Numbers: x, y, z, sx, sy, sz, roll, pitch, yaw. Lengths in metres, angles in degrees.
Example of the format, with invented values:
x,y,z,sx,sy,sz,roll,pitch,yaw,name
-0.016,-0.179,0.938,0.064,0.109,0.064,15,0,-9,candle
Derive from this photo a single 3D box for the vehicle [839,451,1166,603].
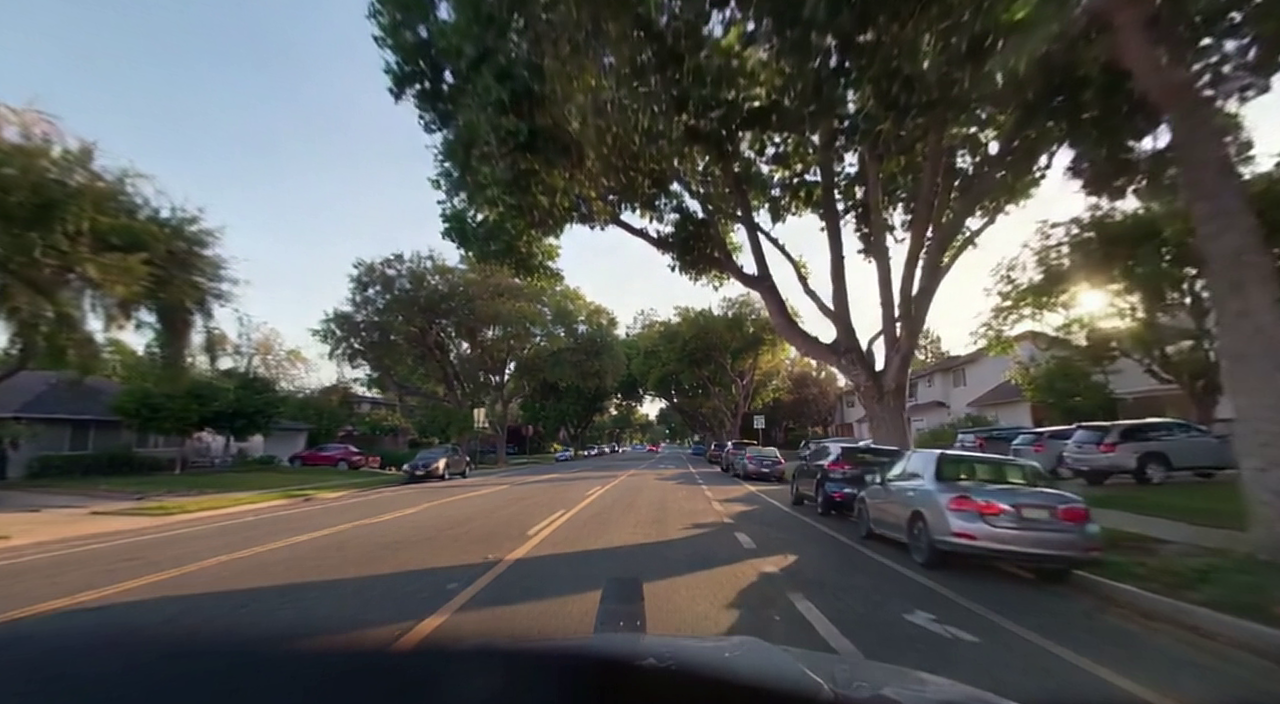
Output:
x,y,z,sx,sy,sz,roll,pitch,yaw,name
4.225,2.054,8.401,1.911,1.395,4.362,0,-8,3,vehicle

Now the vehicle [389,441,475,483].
x,y,z,sx,sy,sz,roll,pitch,yaw,name
-9.585,5.146,29.645,2.093,1.767,5.120,-1,-9,3,vehicle

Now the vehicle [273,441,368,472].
x,y,z,sx,sy,sz,roll,pitch,yaw,name
-18.549,6.054,36.833,4.509,1.698,1.890,0,-9,4,vehicle

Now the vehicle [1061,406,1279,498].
x,y,z,sx,sy,sz,roll,pitch,yaw,name
13.721,2.450,15.759,4.704,1.942,2.207,-3,-9,2,vehicle
